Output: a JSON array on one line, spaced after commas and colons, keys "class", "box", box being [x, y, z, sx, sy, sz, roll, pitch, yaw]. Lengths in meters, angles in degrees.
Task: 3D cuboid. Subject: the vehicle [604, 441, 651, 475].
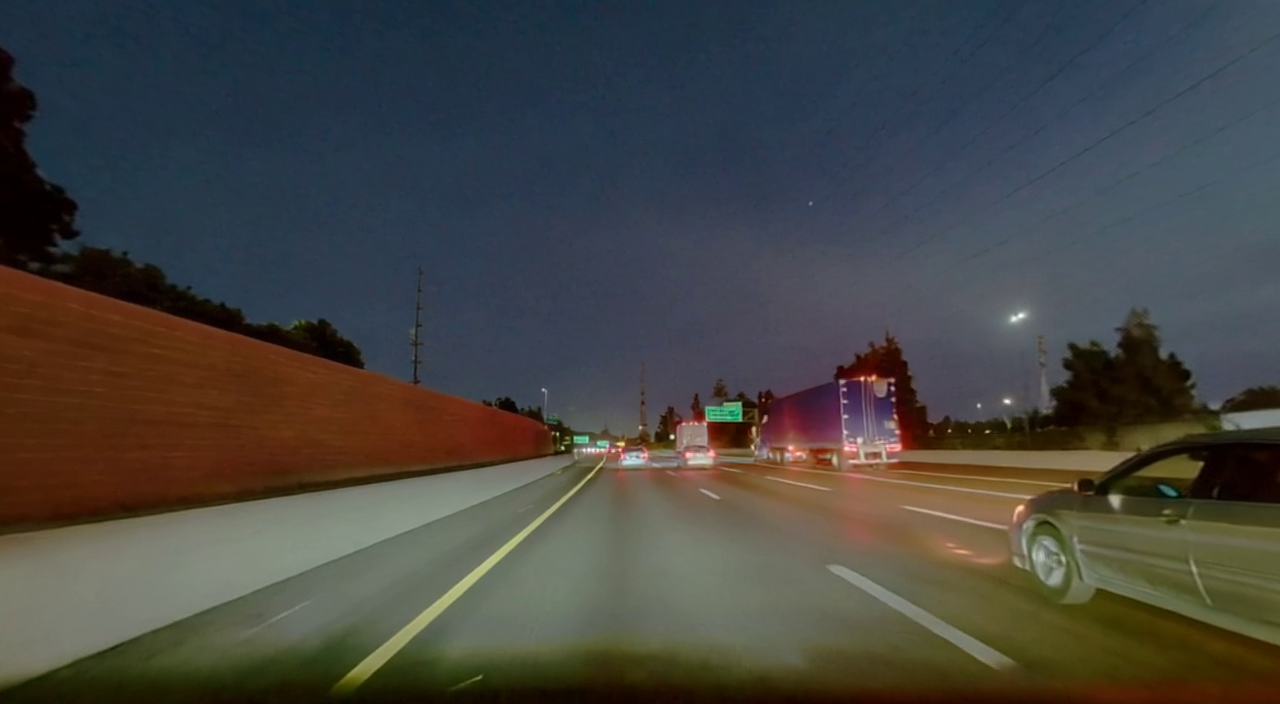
[{"class": "vehicle", "box": [-0.619, 4.951, 29.746, 2.083, 1.477, 3.965, 0, -8, -2]}]

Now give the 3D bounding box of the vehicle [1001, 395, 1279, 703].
[{"class": "vehicle", "box": [3.509, 0.873, 2.267, 1.922, 1.465, 4.165, 0, -8, -1]}]

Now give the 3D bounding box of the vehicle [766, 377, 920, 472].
[{"class": "vehicle", "box": [10.420, 4.295, 35.358, 2.914, 4.134, 15.553, 0, -8, -2]}]

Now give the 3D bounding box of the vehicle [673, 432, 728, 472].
[{"class": "vehicle", "box": [2.959, 5.061, 32.065, 2.114, 1.849, 4.692, 0, -8, -3]}]
